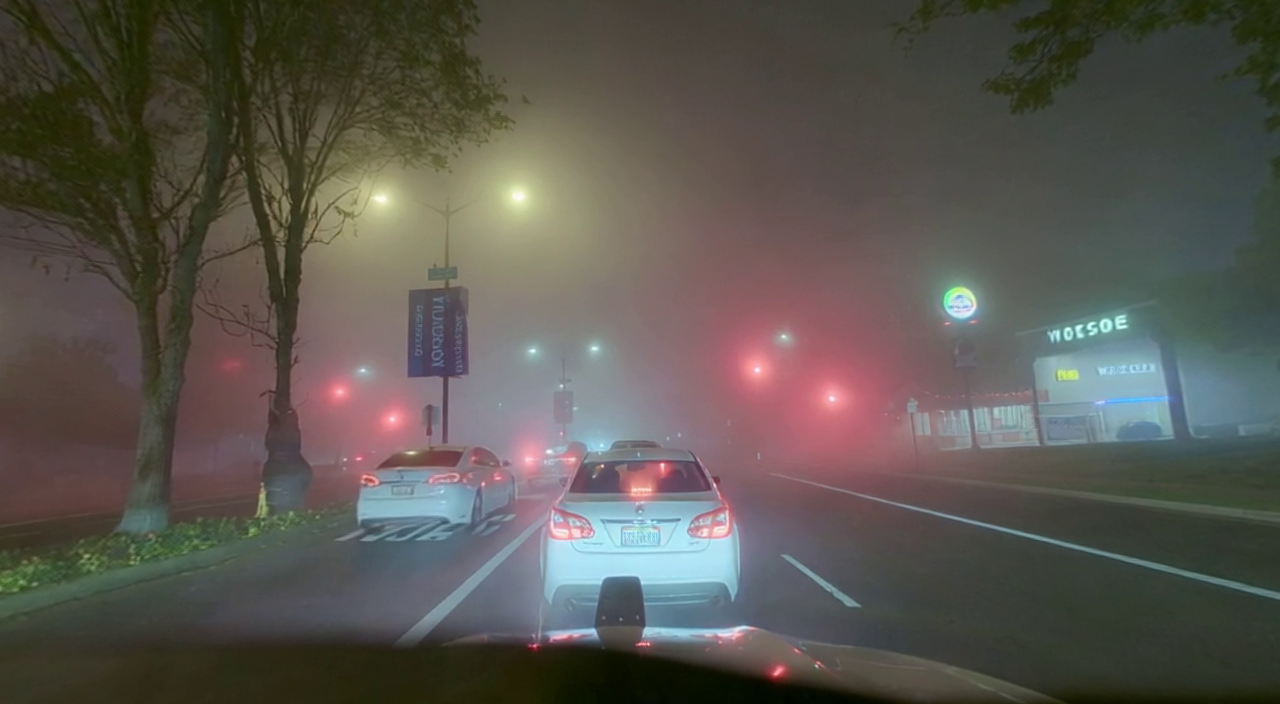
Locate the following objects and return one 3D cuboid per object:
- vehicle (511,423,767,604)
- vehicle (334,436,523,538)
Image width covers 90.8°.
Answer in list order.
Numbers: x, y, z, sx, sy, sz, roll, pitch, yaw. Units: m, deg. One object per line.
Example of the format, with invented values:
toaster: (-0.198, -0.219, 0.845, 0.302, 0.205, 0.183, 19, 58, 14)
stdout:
vehicle: (-0.064, 1.638, 7.298, 2.126, 1.475, 3.967, 0, -8, -2)
vehicle: (-3.447, 2.267, 11.326, 1.952, 1.431, 4.383, 0, -8, -1)
